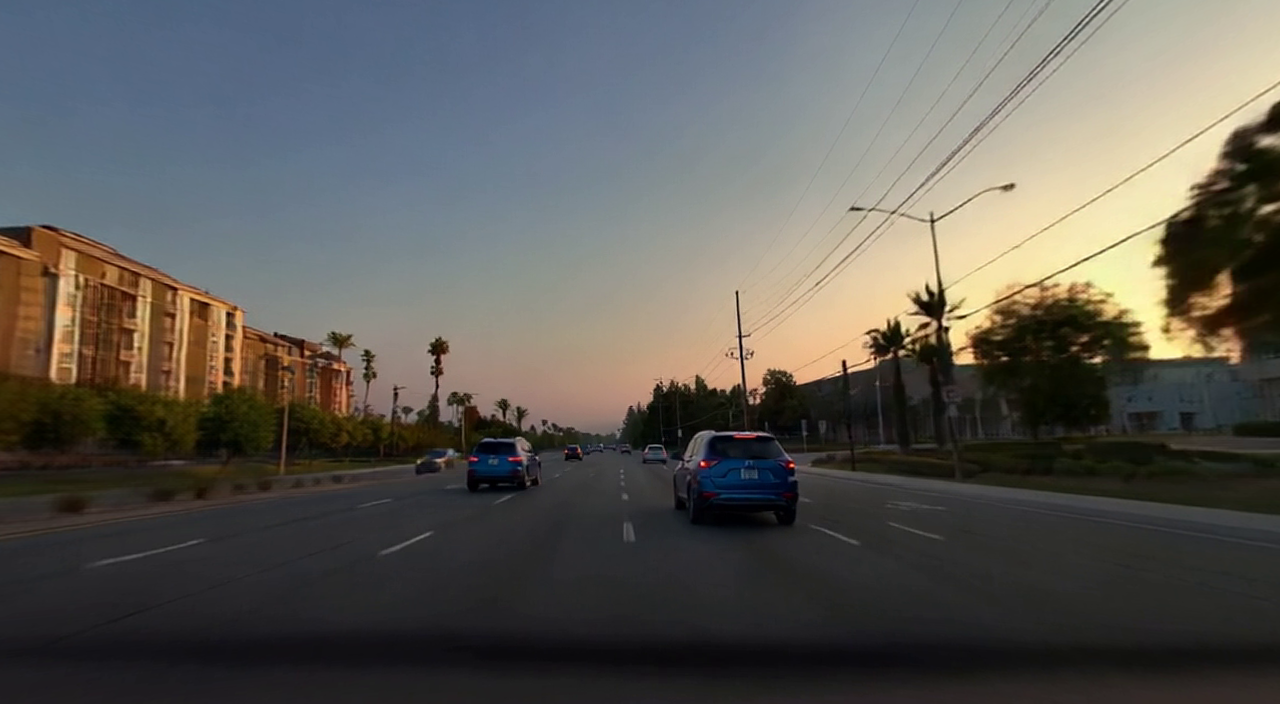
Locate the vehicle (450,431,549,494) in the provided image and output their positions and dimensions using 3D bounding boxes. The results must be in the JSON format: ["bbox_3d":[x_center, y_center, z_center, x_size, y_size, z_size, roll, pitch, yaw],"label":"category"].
[{"bbox_3d":[-4.444,3.598,20.794,2.169,1.796,4.821,0,-9,0],"label":"vehicle"}]

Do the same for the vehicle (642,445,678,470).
[{"bbox_3d":[1.211,6.741,40.307,1.981,1.472,3.923,0,-9,-3],"label":"vehicle"}]

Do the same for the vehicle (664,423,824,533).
[{"bbox_3d":[1.730,2.313,12.134,2.198,1.706,4.166,0,-9,-3],"label":"vehicle"}]

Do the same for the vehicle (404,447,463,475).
[{"bbox_3d":[-12.608,6.664,38.854,1.996,1.569,5.041,0,-9,-1],"label":"vehicle"}]
